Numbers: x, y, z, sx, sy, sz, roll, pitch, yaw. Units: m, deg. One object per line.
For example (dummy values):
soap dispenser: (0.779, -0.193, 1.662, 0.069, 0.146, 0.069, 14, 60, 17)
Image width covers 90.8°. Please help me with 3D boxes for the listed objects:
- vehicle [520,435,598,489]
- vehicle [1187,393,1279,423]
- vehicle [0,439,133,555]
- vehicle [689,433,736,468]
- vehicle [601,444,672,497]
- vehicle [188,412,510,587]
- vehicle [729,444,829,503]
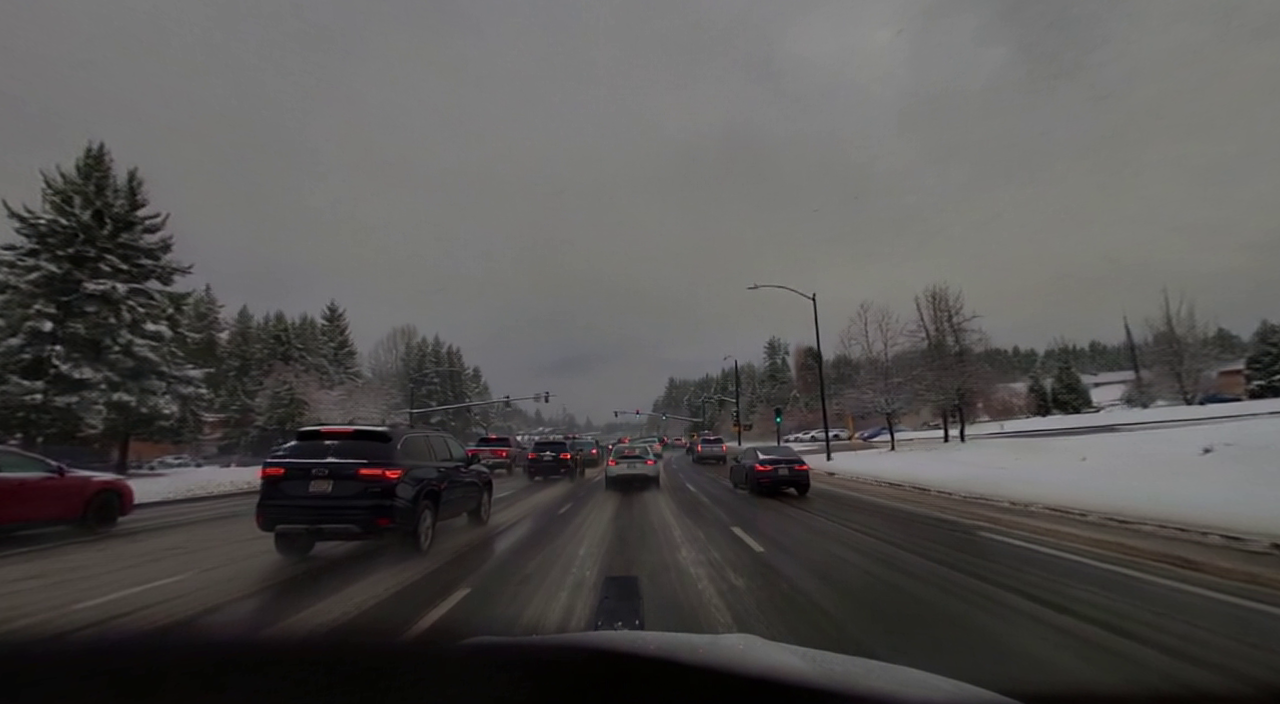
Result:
vehicle: (-2.956, 4.149, 24.112, 2.218, 1.829, 4.492, -1, -9, 2)
vehicle: (44.278, 4.213, 47.176, 5.388, 2.023, 2.174, 1, -9, -12)
vehicle: (-9.342, 1.833, 7.905, 2.146, 1.480, 4.589, 0, -9, 1)
vehicle: (4.045, 5.608, 35.895, 2.099, 1.845, 4.363, 0, -9, -1)
vehicle: (-0.081, 3.735, 20.346, 2.030, 1.477, 4.330, 0, -9, 1)
vehicle: (-3.480, 1.880, 9.056, 2.111, 1.745, 5.274, 0, -9, 0)
vehicle: (3.860, 3.428, 18.296, 1.884, 1.463, 4.195, 0, -9, -1)
